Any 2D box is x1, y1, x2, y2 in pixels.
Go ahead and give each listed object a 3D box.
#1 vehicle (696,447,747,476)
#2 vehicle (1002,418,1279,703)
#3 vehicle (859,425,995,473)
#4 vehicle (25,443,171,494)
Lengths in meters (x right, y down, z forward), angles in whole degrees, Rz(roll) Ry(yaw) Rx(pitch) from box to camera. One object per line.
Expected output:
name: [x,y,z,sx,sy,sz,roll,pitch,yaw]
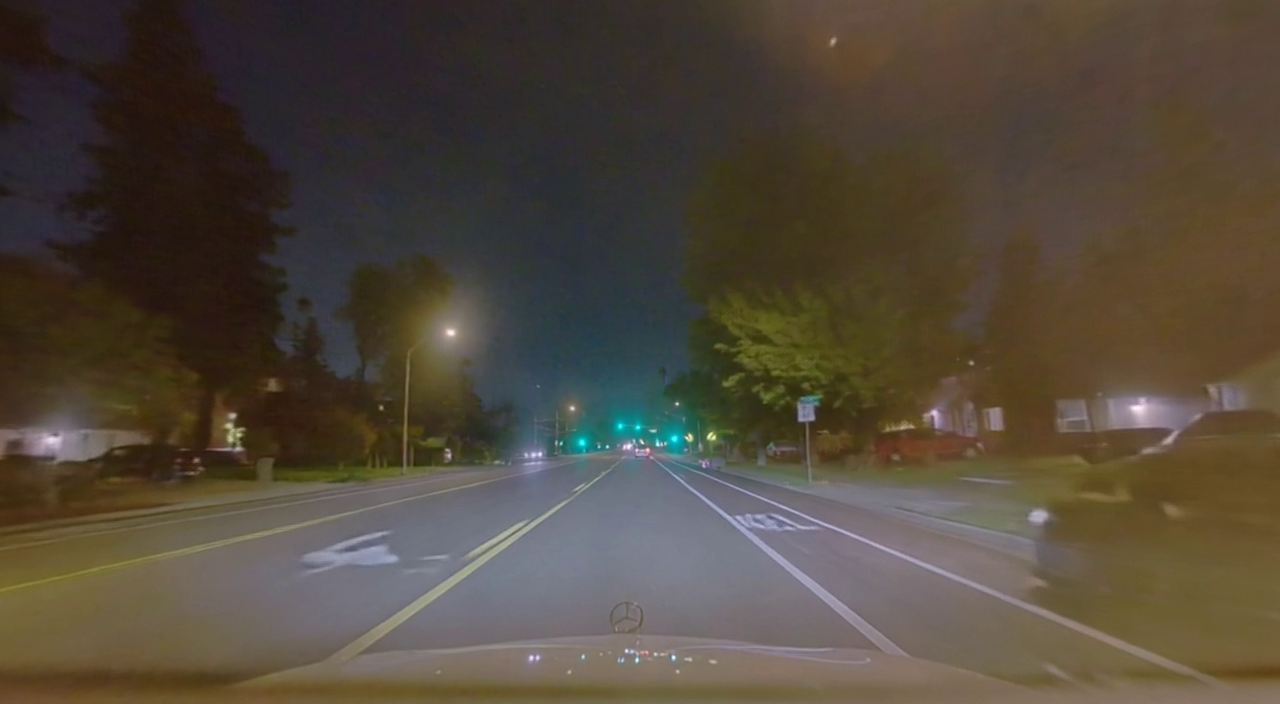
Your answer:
vehicle: [4.518,6.144,35.640,1.968,1.467,5.107,0,-9,-3]
vehicle: [4.560,1.096,3.095,2.154,1.550,5.785,0,-9,0]
vehicle: [12.527,4.268,27.785,4.857,1.987,2.296,0,-9,0]
vehicle: [-21.648,4.622,25.280,4.052,1.641,1.939,-4,-7,-2]
